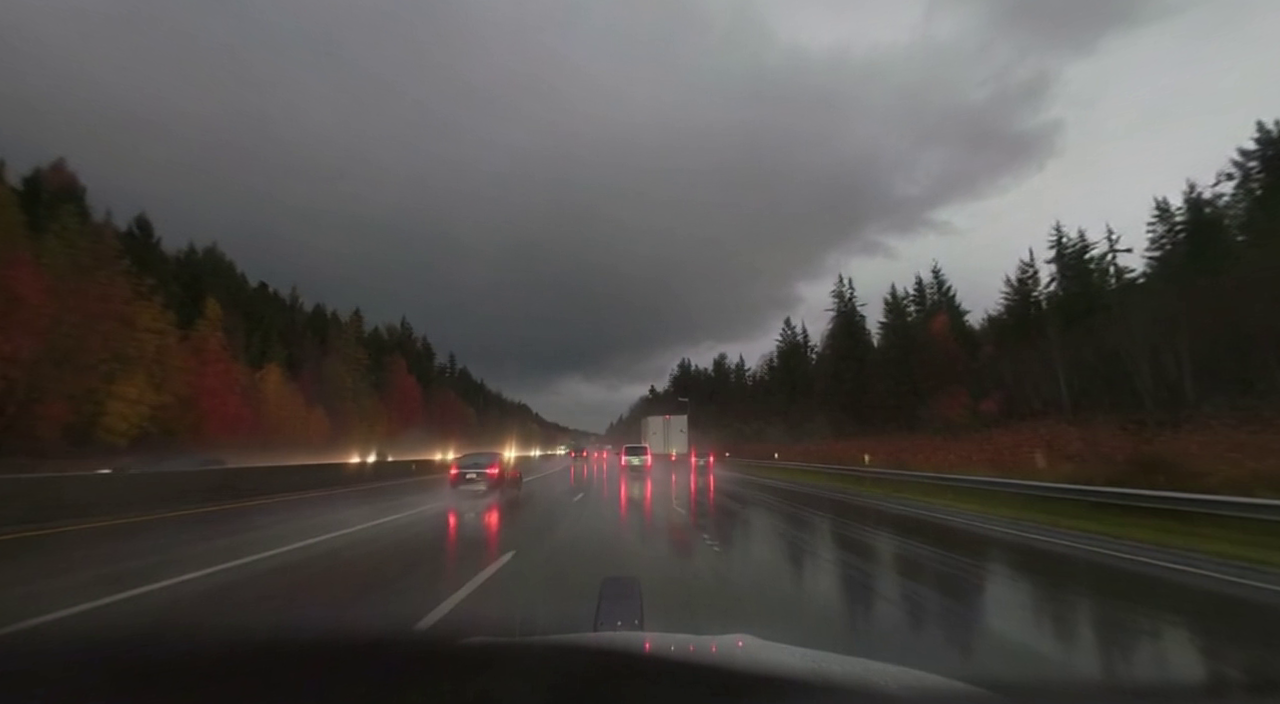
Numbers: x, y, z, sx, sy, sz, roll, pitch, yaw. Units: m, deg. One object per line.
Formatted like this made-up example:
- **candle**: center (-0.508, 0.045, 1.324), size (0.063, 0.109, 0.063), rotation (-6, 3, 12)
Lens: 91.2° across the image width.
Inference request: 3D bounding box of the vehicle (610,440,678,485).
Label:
- **vehicle**: center (0.146, 4.584, 26.289), size (2.634, 1.679, 4.070), rotation (0, -9, -1)

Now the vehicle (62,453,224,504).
- **vehicle**: center (-17.966, 4.555, 23.044), size (2.003, 1.593, 4.777), rotation (0, -9, 0)

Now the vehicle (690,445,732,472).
- **vehicle**: center (4.314, 6.579, 38.825), size (2.035, 1.571, 4.413), rotation (0, -9, 0)

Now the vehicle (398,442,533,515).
- **vehicle**: center (-3.943, 2.932, 14.977), size (2.017, 1.469, 4.113), rotation (0, -9, 0)

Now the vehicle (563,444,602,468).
- **vehicle**: center (-4.260, 7.834, 47.287), size (2.545, 1.679, 4.267), rotation (0, -9, 0)
